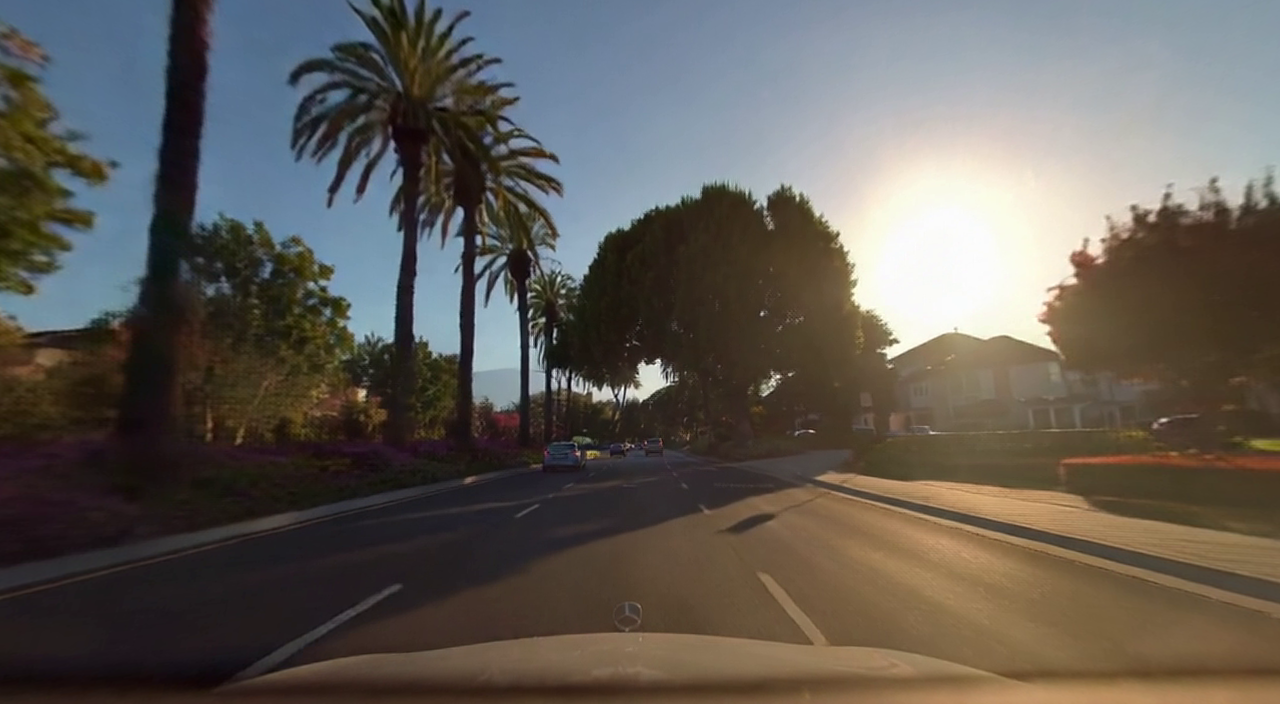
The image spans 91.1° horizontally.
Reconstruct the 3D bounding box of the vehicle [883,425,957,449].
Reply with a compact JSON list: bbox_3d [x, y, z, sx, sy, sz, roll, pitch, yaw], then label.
[{"bbox_3d":[20.004,6.105,45.023,4.364,1.609,1.917,-1,-8,7],"label":"vehicle"}]

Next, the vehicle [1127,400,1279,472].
[{"bbox_3d":[20.221,2.808,21.472,2.624,2.088,5.064,-3,-7,-6],"label":"vehicle"}]

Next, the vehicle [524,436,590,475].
[{"bbox_3d":[-3.410,4.371,26.704,2.036,1.478,4.508,-1,-8,2],"label":"vehicle"}]
